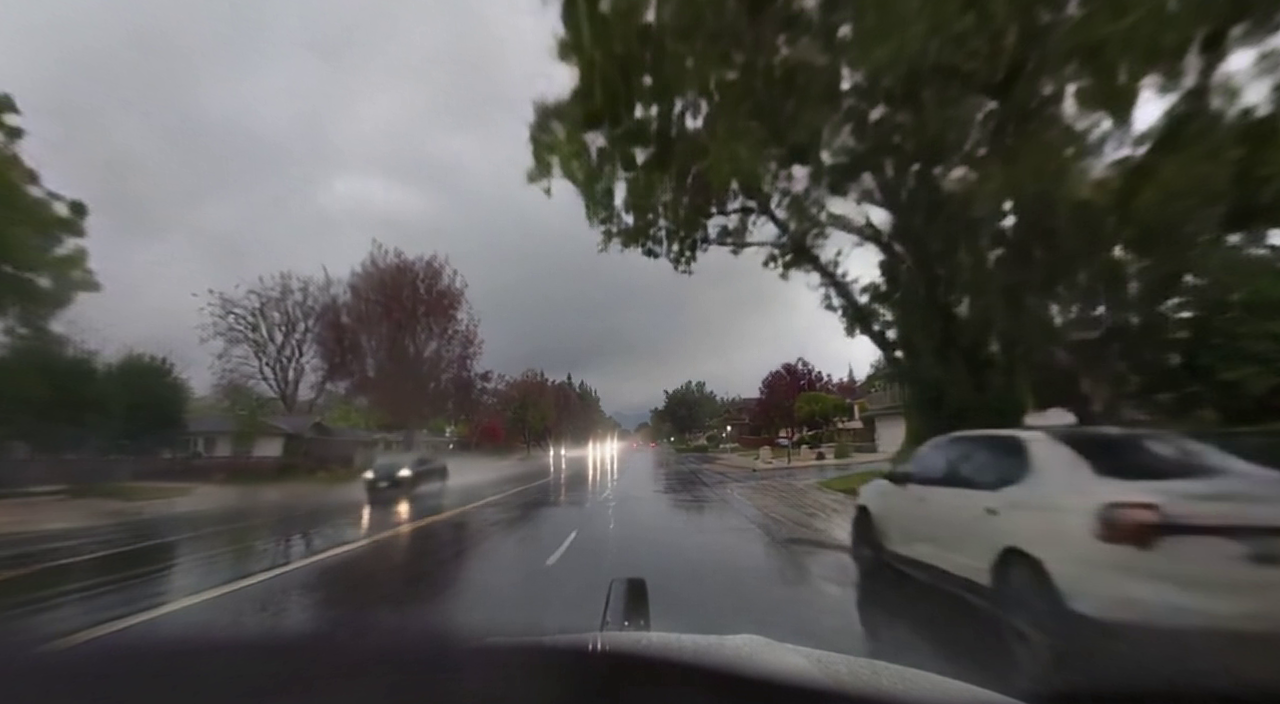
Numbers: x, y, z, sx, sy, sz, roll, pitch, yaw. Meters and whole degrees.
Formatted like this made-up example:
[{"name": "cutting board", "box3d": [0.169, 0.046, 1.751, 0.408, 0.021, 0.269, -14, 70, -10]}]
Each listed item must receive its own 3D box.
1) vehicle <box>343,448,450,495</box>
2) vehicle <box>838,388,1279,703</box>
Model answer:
[{"name": "vehicle", "box3d": [-8.702, 4.288, 23.035, 2.001, 1.508, 4.581, 0, -9, 1]}, {"name": "vehicle", "box3d": [3.224, 1.246, 4.644, 2.011, 1.507, 4.769, 0, -9, 0]}]
